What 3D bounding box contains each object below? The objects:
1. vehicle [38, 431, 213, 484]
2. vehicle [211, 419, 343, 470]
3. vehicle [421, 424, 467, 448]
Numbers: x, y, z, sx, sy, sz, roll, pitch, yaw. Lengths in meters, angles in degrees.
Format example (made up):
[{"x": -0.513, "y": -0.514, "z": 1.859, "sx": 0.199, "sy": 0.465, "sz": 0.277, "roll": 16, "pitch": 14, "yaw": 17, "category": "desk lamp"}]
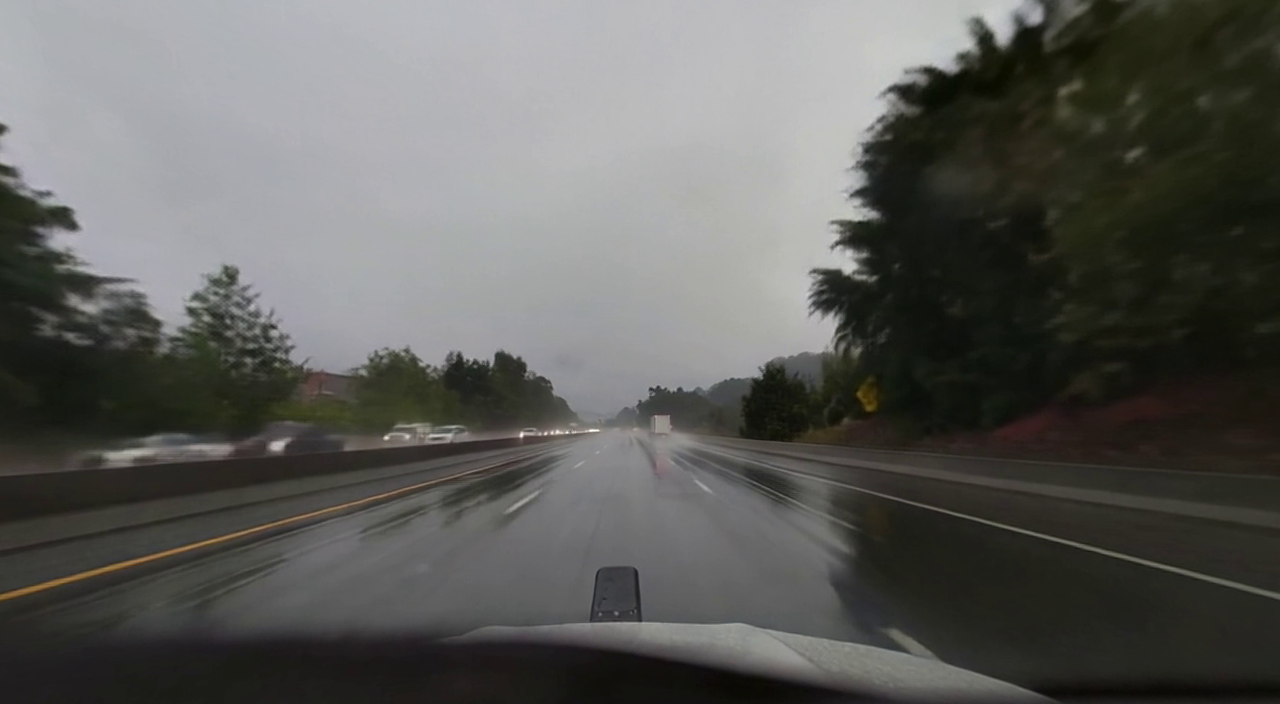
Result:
[{"x": -16.526, "y": 3.372, "z": 20.603, "sx": 1.840, "sy": 1.492, "sz": 4.707, "roll": 0, "pitch": -8, "yaw": -1, "category": "vehicle"}, {"x": -12.913, "y": 3.318, "z": 22.830, "sx": 1.885, "sy": 1.614, "sz": 4.917, "roll": 0, "pitch": -8, "yaw": -1, "category": "vehicle"}, {"x": -14.976, "y": 6.473, "z": 48.249, "sx": 2.091, "sy": 1.734, "sz": 4.809, "roll": 0, "pitch": -8, "yaw": -1, "category": "vehicle"}]
